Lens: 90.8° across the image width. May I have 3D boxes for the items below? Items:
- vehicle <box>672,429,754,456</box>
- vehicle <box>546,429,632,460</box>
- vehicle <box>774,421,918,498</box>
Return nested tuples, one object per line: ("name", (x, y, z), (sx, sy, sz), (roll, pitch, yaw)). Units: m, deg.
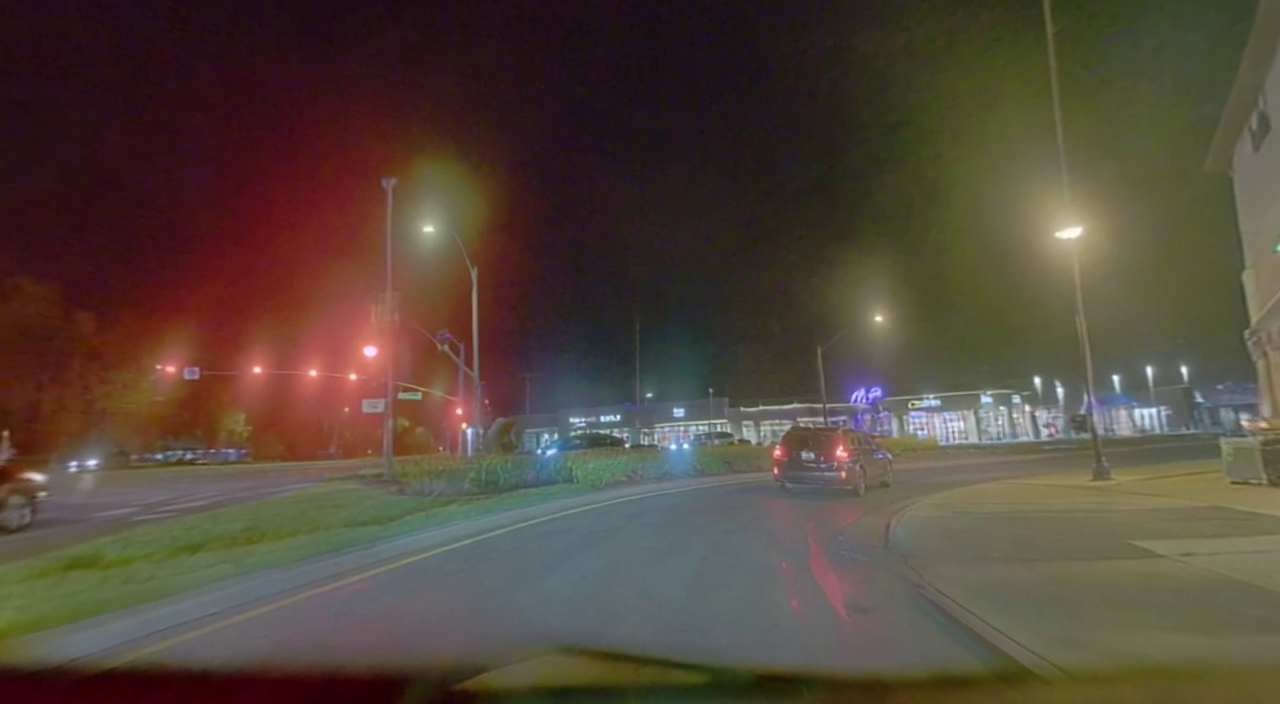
("vehicle", (4.414, 5.512, 38.444), (4.515, 1.492, 1.871), (0, -9, -11))
("vehicle", (-3.000, 5.380, 36.760), (4.757, 1.633, 1.932), (1, -8, -13))
("vehicle", (5.014, 2.490, 14.952), (2.070, 1.493, 4.570), (-6, -10, 32))
